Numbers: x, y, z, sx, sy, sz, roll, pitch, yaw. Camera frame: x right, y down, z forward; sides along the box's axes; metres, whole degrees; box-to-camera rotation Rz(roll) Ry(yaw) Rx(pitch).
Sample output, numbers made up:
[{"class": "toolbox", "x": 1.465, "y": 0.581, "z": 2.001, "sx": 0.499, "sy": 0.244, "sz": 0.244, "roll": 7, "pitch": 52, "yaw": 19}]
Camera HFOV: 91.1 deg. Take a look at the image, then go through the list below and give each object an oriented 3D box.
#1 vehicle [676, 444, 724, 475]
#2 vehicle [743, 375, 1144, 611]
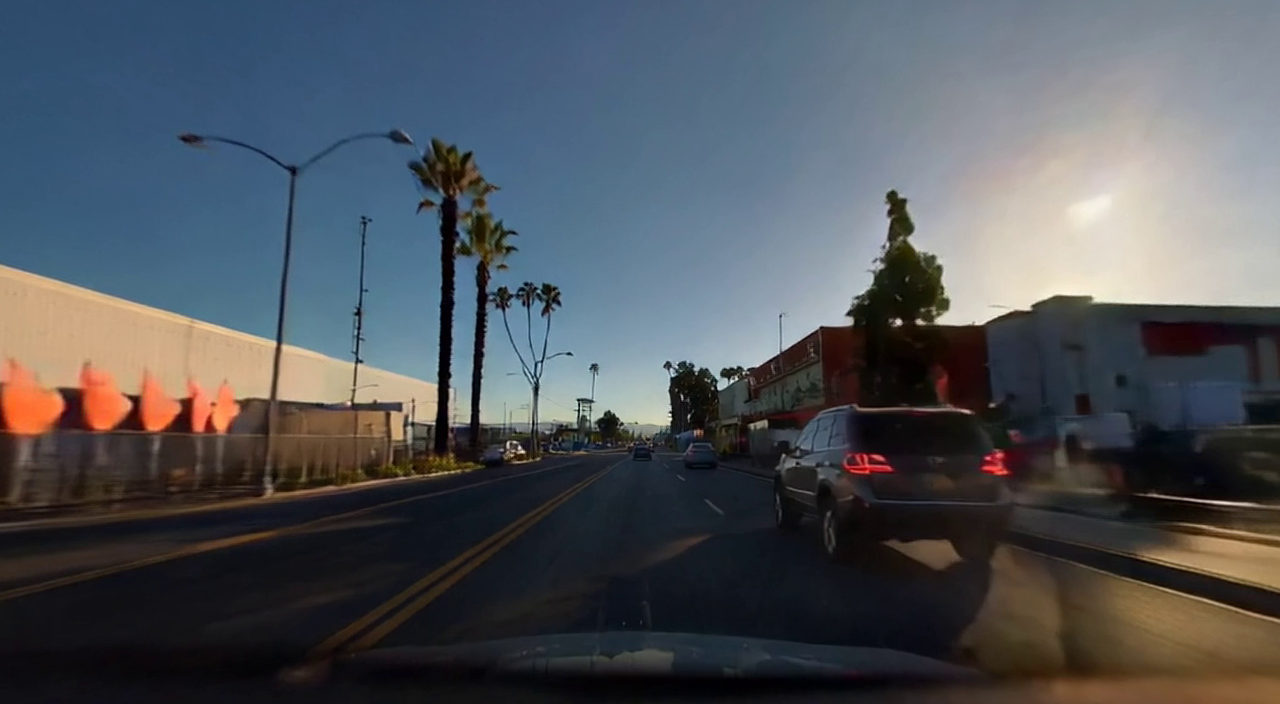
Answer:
[{"class": "vehicle", "x": 3.220, "y": 5.869, "z": 34.632, "sx": 2.148, "sy": 1.562, "sz": 4.642, "roll": 0, "pitch": -8, "yaw": 0}, {"class": "vehicle", "x": 3.002, "y": 1.594, "z": 8.161, "sx": 2.386, "sy": 1.970, "sz": 5.665, "roll": 0, "pitch": -8, "yaw": 0}]
